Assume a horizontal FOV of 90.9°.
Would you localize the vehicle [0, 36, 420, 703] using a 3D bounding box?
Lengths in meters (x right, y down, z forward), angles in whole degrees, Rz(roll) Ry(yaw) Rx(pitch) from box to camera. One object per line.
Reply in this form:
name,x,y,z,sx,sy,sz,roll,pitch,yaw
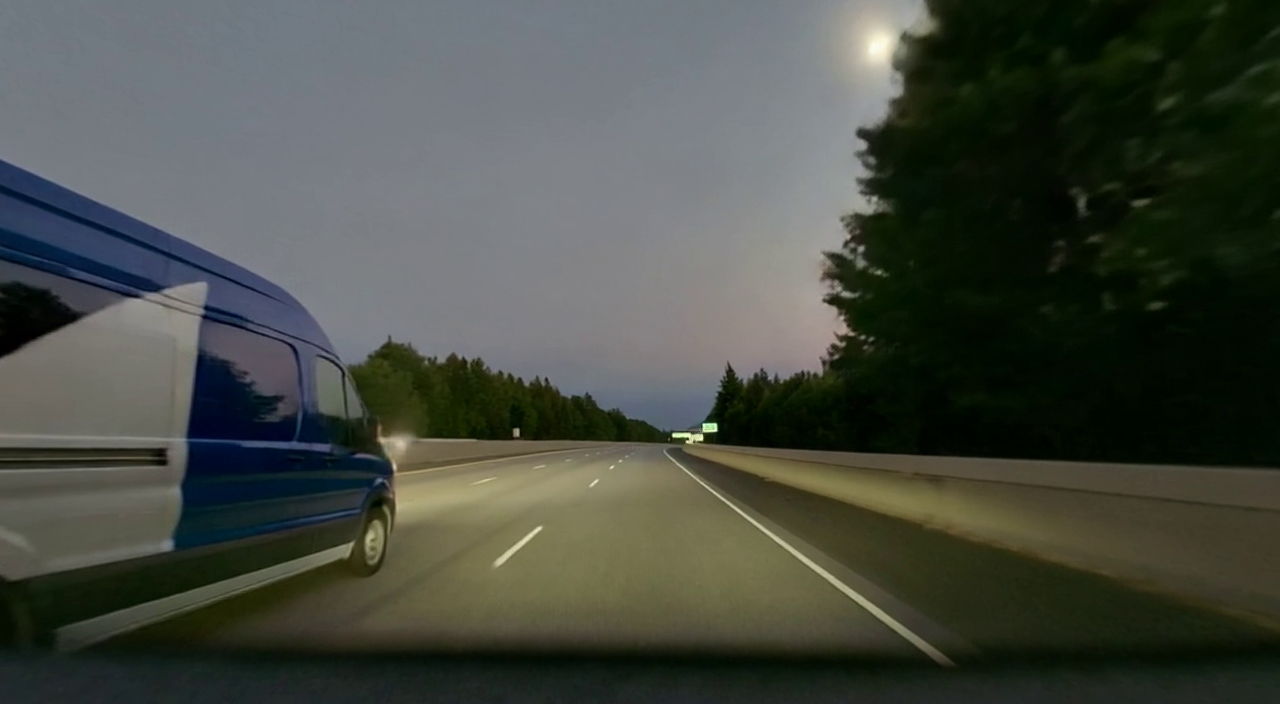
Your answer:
vehicle,-3.733,0.407,4.227,2.319,2.883,5.632,0,-8,1
